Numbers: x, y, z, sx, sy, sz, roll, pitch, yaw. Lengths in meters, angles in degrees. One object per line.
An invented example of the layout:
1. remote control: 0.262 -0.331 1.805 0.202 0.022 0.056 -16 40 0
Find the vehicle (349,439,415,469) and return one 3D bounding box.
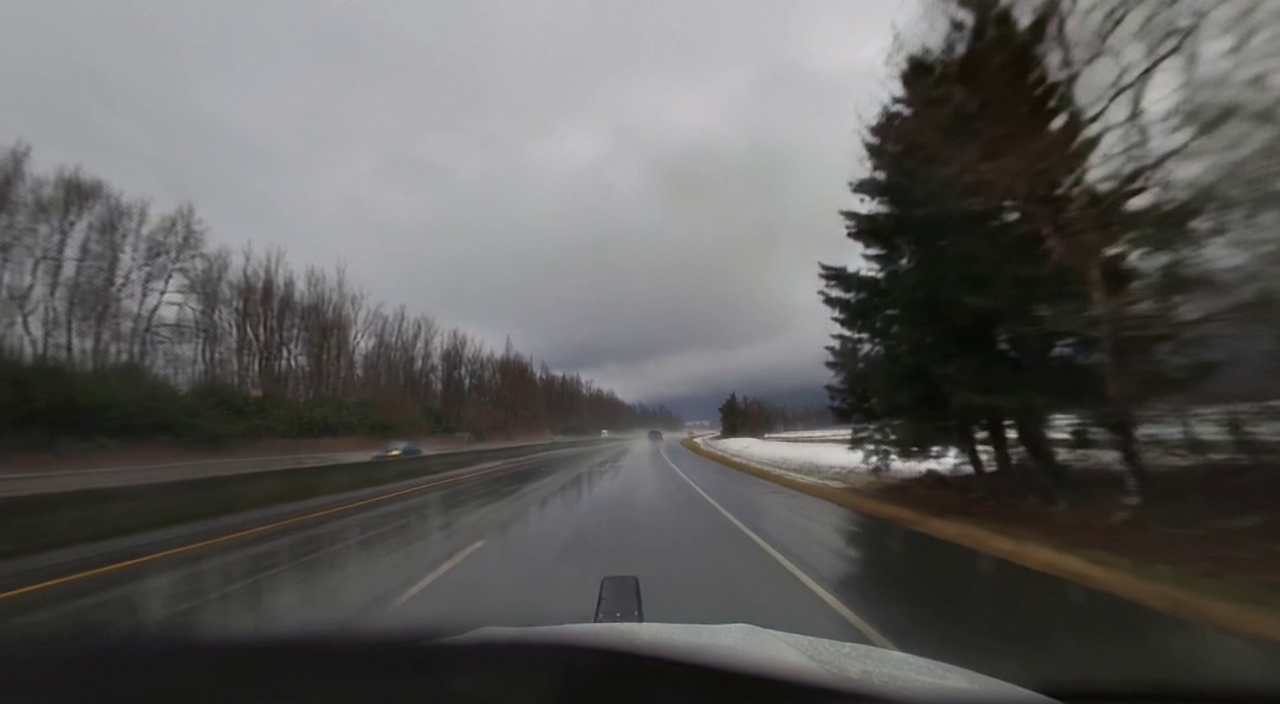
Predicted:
1. vehicle: -14.819 5.856 36.400 1.949 1.553 4.335 0 -8 1
